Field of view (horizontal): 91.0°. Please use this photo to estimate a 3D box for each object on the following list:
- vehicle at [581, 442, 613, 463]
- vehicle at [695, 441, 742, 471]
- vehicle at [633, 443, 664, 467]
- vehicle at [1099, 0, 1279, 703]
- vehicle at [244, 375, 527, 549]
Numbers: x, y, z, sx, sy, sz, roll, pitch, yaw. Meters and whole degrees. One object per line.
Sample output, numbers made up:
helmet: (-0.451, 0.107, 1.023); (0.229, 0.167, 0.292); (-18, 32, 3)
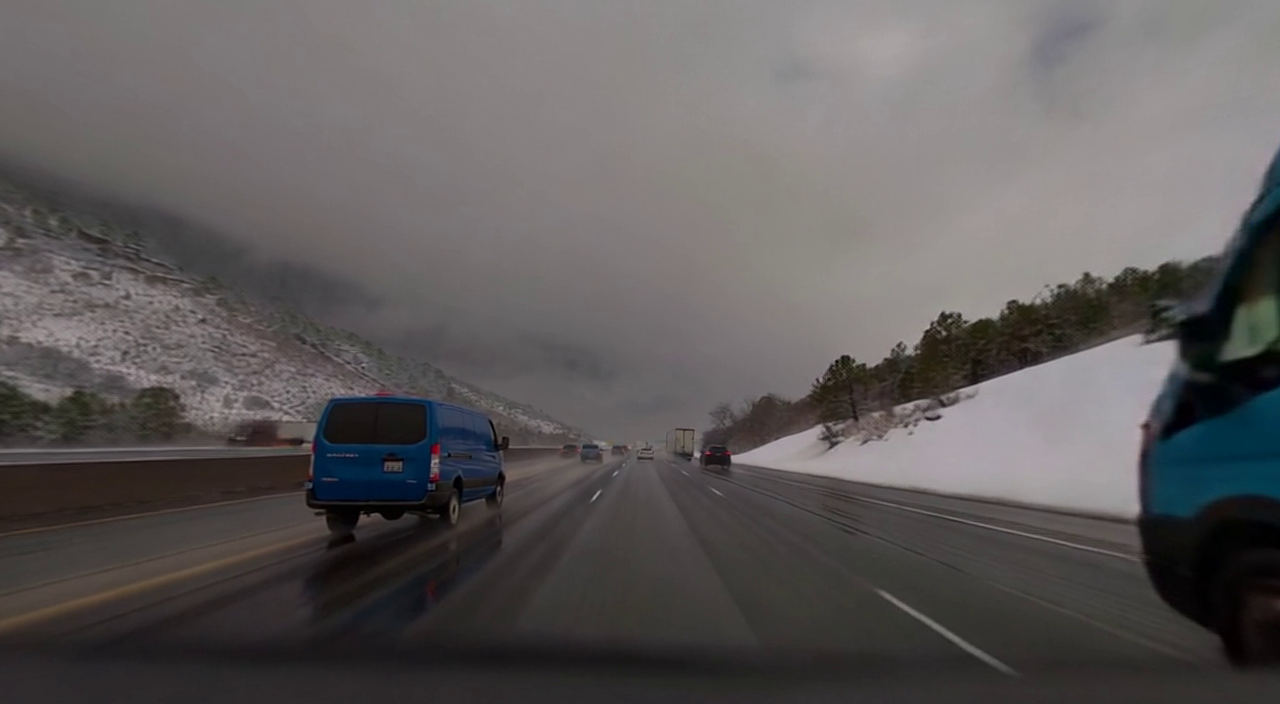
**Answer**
vehicle: (-3.281, 7.735, 48.558); (2.138, 1.581, 4.340); (0, -9, 0)
vehicle: (4.436, 5.965, 36.173); (2.051, 1.598, 4.145); (0, -9, -1)
vehicle: (0.518, 6.919, 42.572); (2.014, 1.543, 3.804); (0, -9, 0)
vehicle: (4.208, -0.326, 0.186); (2.764, 3.260, 7.019); (0, -9, 0)
vehicle: (-3.738, 1.825, 10.918); (2.421, 2.203, 5.775); (0, -9, 1)
